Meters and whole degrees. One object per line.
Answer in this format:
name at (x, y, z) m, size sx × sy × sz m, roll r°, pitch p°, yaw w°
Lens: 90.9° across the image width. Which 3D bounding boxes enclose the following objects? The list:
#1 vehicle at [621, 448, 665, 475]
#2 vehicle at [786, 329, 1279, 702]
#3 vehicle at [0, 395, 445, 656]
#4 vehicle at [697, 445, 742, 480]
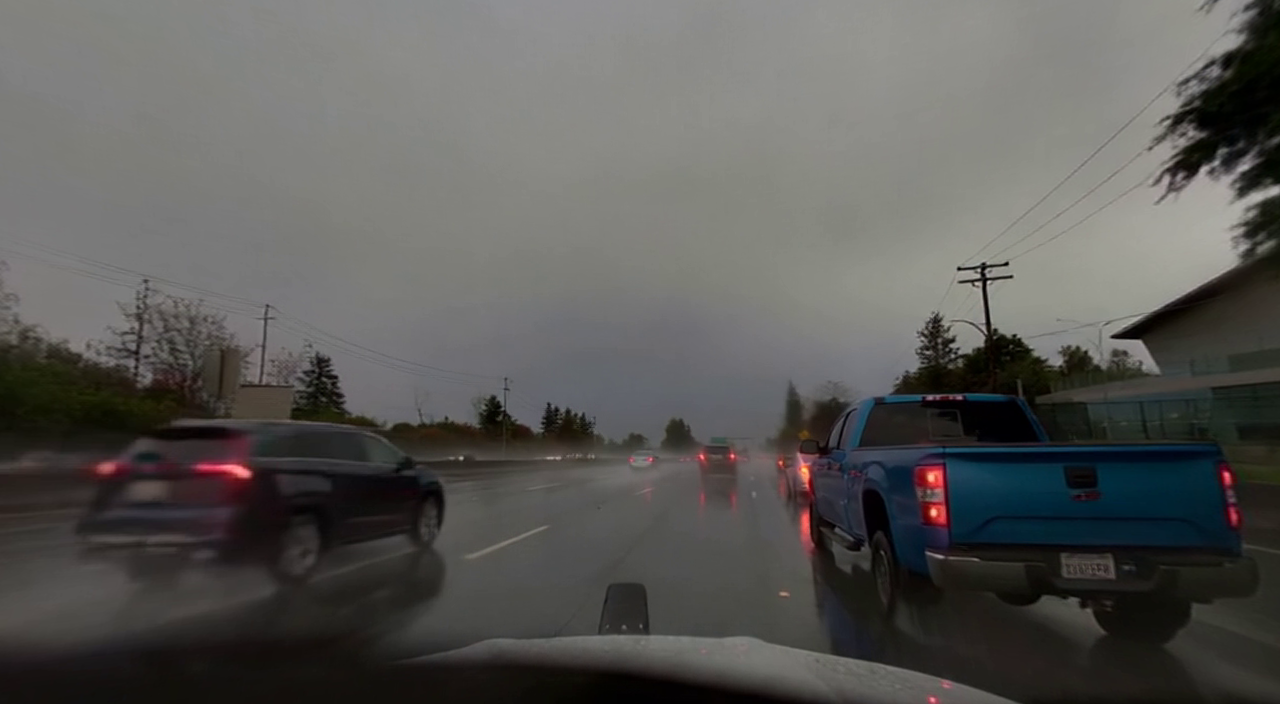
vehicle at (0.278, 6.730, 39.000) m, size 2.119 × 1.478 × 4.644 m, roll -1°, pitch -9°, yaw 8°
vehicle at (3.399, 1.412, 7.078) m, size 3.024 × 2.092 × 6.797 m, roll -1°, pitch -9°, yaw 10°
vehicle at (-4.239, 1.506, 6.686) m, size 2.209 × 1.714 × 4.576 m, roll -1°, pitch -9°, yaw 10°
vehicle at (4.229, 5.726, 33.062) m, size 2.080 × 1.682 × 4.150 m, roll -1°, pitch -9°, yaw 10°
